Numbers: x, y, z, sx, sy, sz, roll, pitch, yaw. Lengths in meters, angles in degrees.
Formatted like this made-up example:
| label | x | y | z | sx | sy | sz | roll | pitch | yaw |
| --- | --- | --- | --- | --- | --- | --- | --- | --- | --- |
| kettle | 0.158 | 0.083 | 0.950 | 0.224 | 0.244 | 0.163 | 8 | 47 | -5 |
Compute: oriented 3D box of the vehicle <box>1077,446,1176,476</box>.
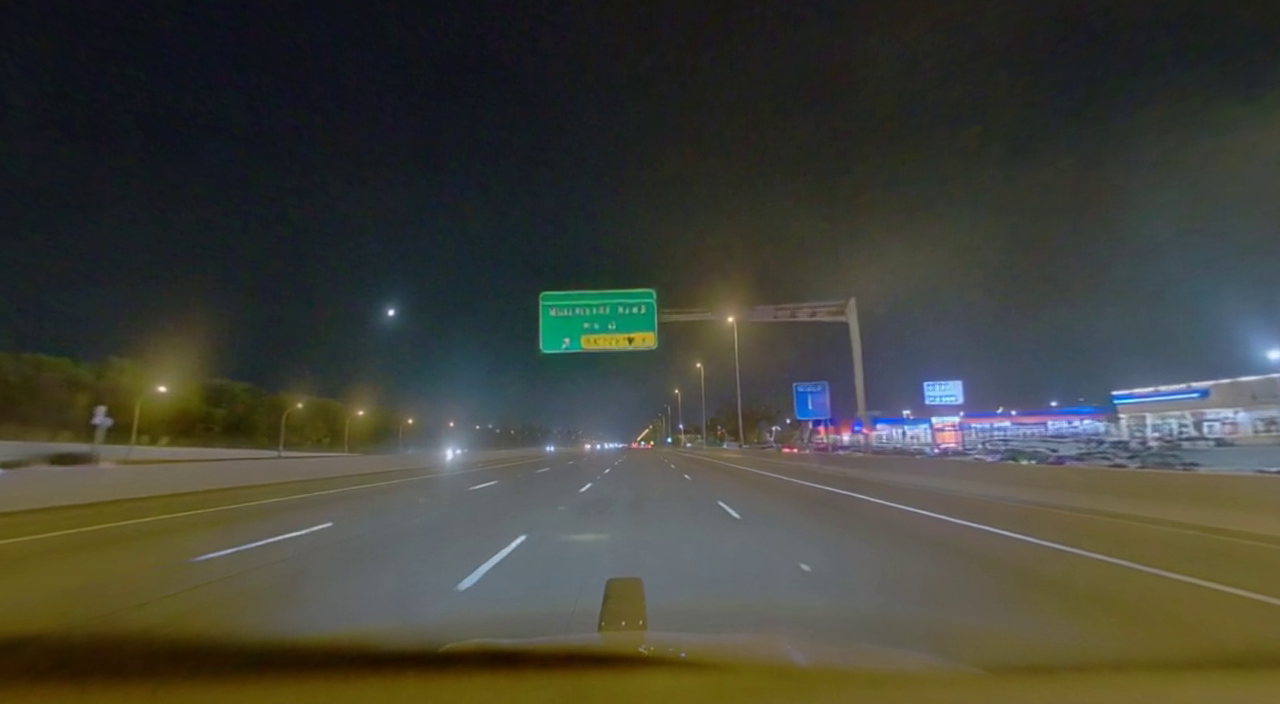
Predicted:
| label | x | y | z | sx | sy | sz | roll | pitch | yaw |
| --- | --- | --- | --- | --- | --- | --- | --- | --- | --- |
| vehicle | 36.082 | 8.044 | 47.026 | 2.269 | 1.904 | 5.815 | -2 | -8 | -6 |

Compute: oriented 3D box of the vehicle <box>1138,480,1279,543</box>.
| label | x | y | z | sx | sy | sz | roll | pitch | yaw |
| --- | --- | --- | --- | --- | --- | --- | --- | --- | --- |
| vehicle | 16.193 | 4.275 | 17.120 | 3.909 | 1.410 | 1.657 | -1 | -8 | -1 |
